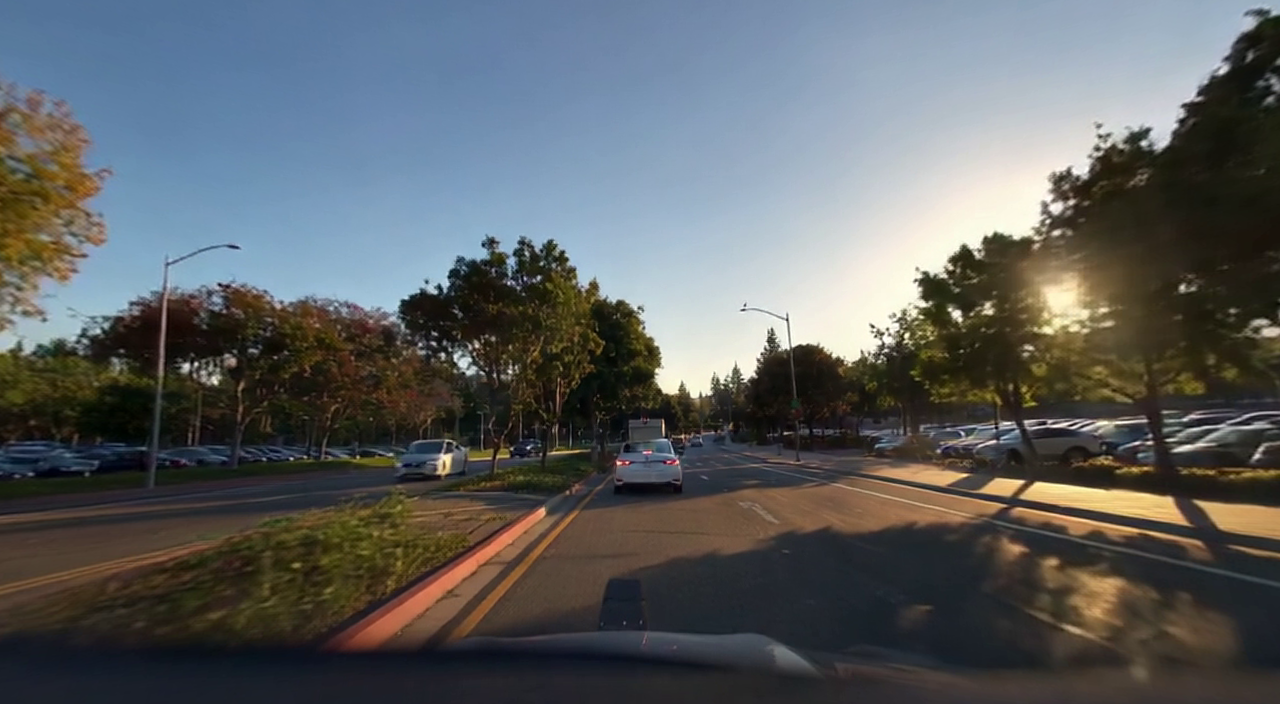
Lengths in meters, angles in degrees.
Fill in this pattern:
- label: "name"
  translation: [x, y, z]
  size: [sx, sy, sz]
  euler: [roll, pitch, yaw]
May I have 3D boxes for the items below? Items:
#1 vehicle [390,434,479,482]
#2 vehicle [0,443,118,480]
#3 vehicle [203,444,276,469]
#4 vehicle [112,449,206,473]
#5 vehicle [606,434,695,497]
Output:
- label: "vehicle"
  translation: [-8.370, 4.370, 26.270]
  size: [2.131, 1.778, 4.912]
  euler: [0, -9, -1]
- label: "vehicle"
  translation: [-30.168, 5.589, 32.374]
  size: [4.764, 1.786, 2.091]
  euler: [0, -9, 0]
- label: "vehicle"
  translation: [-30.222, 7.901, 47.688]
  size: [4.266, 1.600, 1.877]
  euler: [-3, -8, -2]
- label: "vehicle"
  translation: [-30.479, 6.916, 40.044]
  size: [4.356, 1.444, 1.819]
  euler: [0, -9, -1]
- label: "vehicle"
  translation: [0.202, 2.970, 16.842]
  size: [2.093, 1.442, 3.977]
  euler: [0, -9, -1]
